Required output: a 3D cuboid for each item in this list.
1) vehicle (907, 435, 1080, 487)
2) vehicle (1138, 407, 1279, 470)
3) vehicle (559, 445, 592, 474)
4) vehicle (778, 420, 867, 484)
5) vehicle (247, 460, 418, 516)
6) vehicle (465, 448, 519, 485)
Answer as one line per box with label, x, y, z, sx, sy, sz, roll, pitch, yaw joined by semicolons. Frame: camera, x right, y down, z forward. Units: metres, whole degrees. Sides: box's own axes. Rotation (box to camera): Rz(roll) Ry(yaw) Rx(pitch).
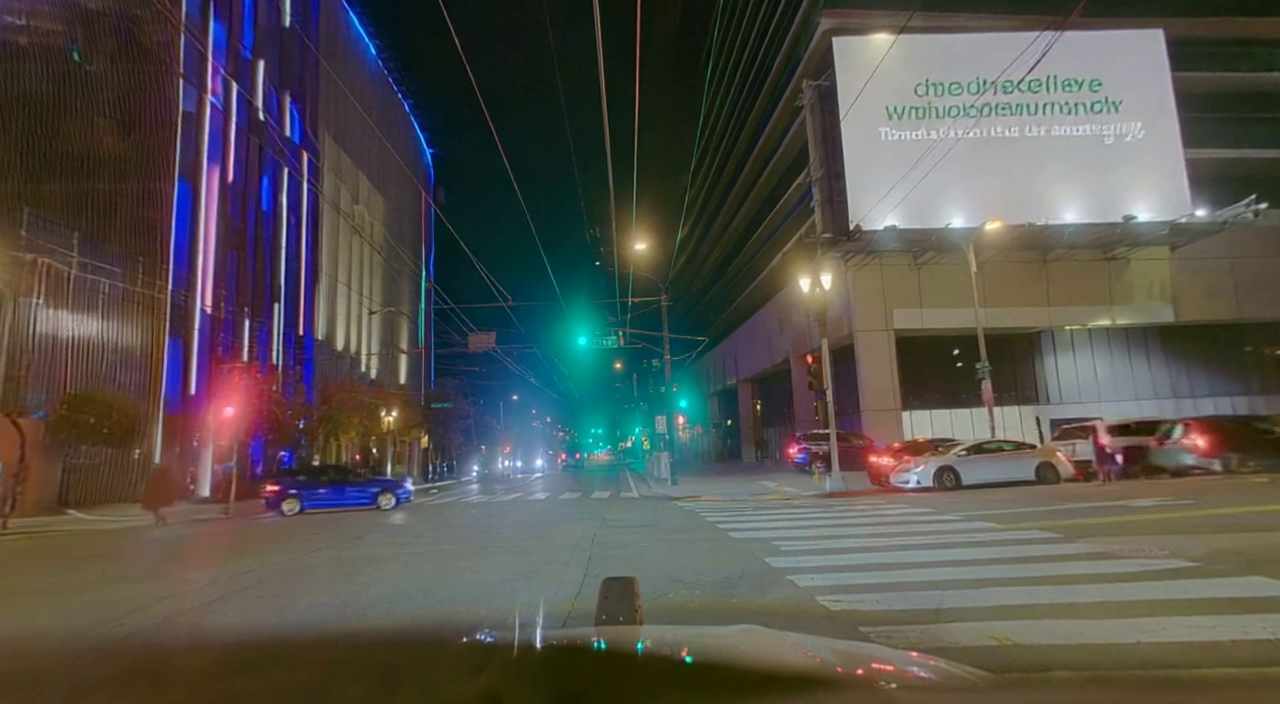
vehicle;11.382;3.513;20.519;4.697;1.510;1.596;0;-9;-5
vehicle;16.943;2.402;17.529;4.637;1.624;1.927;0;-8;-3
vehicle;-4.403;7.416;43.929;2.137;1.910;5.120;1;-8;-5
vehicle;7.538;4.113;26.628;2.316;2.425;4.466;1;-7;-2
vehicle;-9.770;4.287;20.292;4.549;1.490;1.797;7;-11;-38
vehicle;-8.428;6.523;36.286;2.121;1.792;4.510;-4;-8;-2
